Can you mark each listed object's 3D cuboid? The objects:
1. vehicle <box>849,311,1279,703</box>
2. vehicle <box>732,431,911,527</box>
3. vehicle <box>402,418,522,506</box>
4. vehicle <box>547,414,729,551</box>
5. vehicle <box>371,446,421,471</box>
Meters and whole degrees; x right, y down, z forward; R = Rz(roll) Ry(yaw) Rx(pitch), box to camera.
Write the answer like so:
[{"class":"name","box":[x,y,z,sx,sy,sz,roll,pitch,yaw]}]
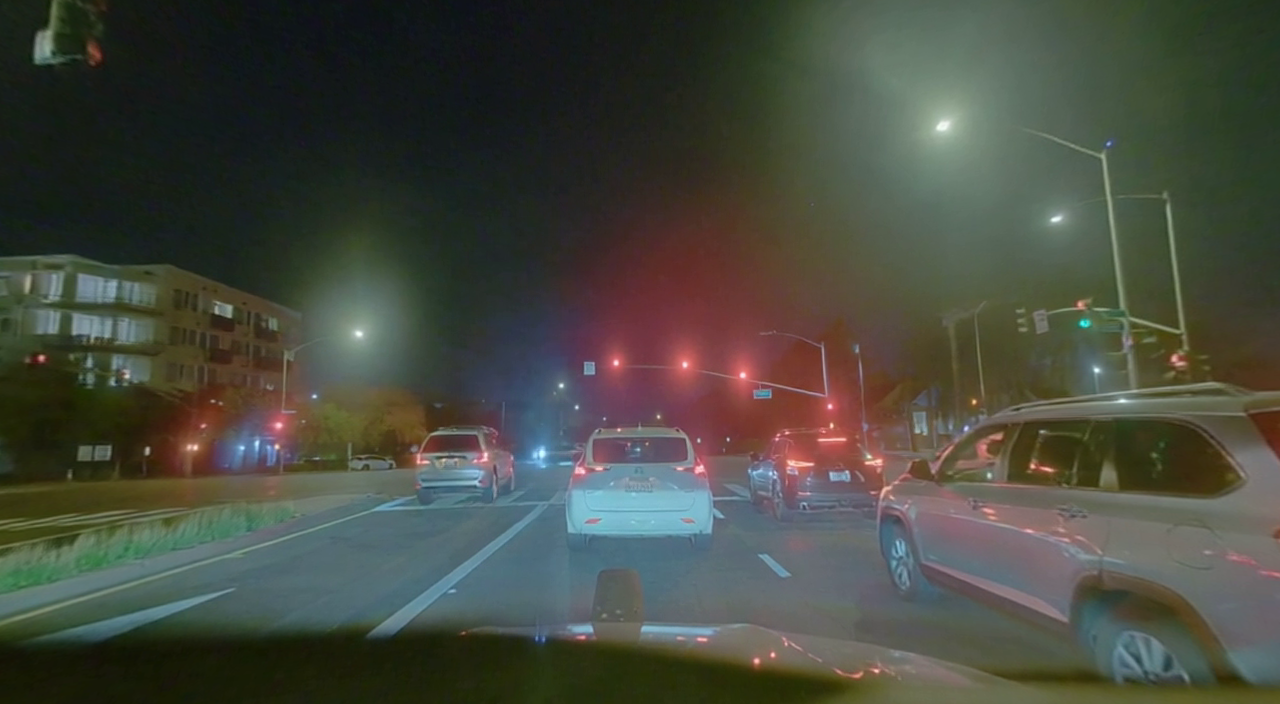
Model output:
[{"class":"vehicle","box":[3.016,0.971,3.578,2.103,1.701,4.294,0,-8,-1]},{"class":"vehicle","box":[3.158,2.311,12.100,2.001,1.463,4.398,0,-8,-2]},{"class":"vehicle","box":[-4.176,2.654,15.613,2.021,1.837,4.448,1,-9,-5]},{"class":"vehicle","box":[-0.073,1.879,9.718,2.188,1.637,4.027,0,-8,-1]},{"class":"vehicle","box":[-18.766,8.193,48.803,2.026,1.836,4.726,0,-8,0]}]
